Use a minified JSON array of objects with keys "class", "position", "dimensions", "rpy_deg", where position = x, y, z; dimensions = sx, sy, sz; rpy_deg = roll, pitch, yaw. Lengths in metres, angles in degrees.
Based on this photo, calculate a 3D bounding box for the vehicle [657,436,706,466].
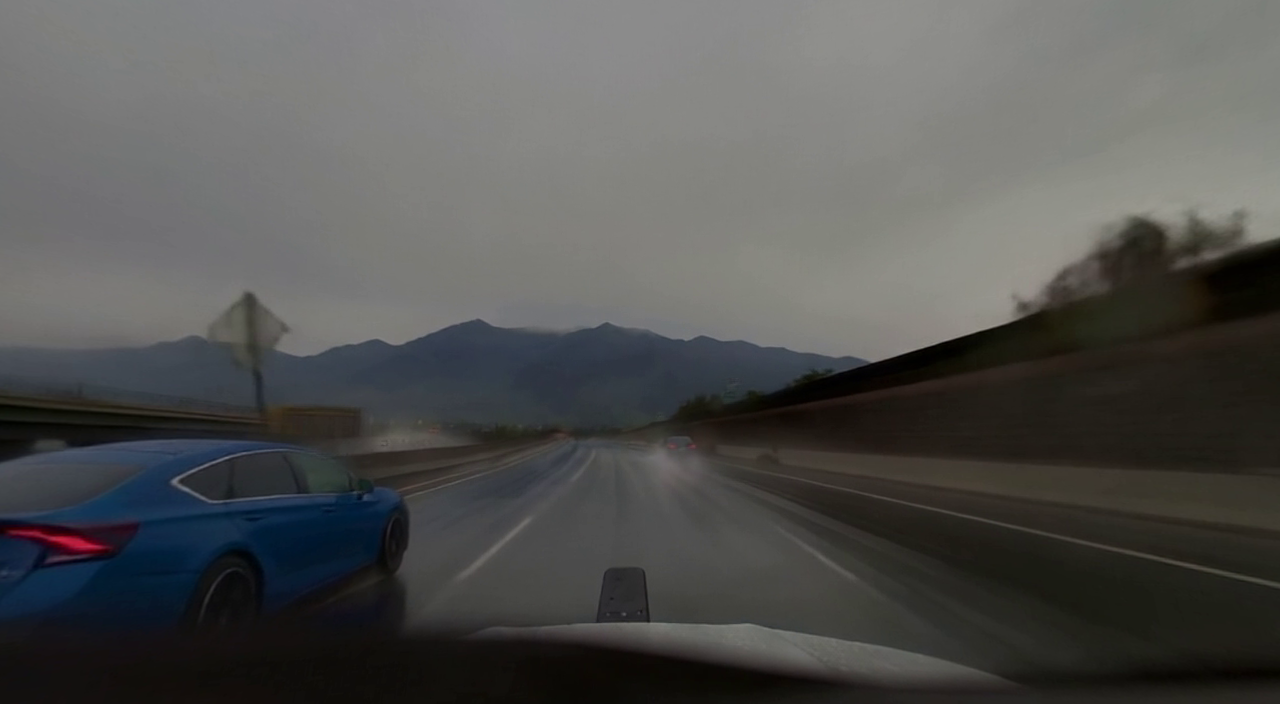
[{"class":"vehicle","position":[2.089,5.172,32.952],"dimensions":[1.985,1.440,4.466],"rpy_deg":[0,-8,-3]}]
